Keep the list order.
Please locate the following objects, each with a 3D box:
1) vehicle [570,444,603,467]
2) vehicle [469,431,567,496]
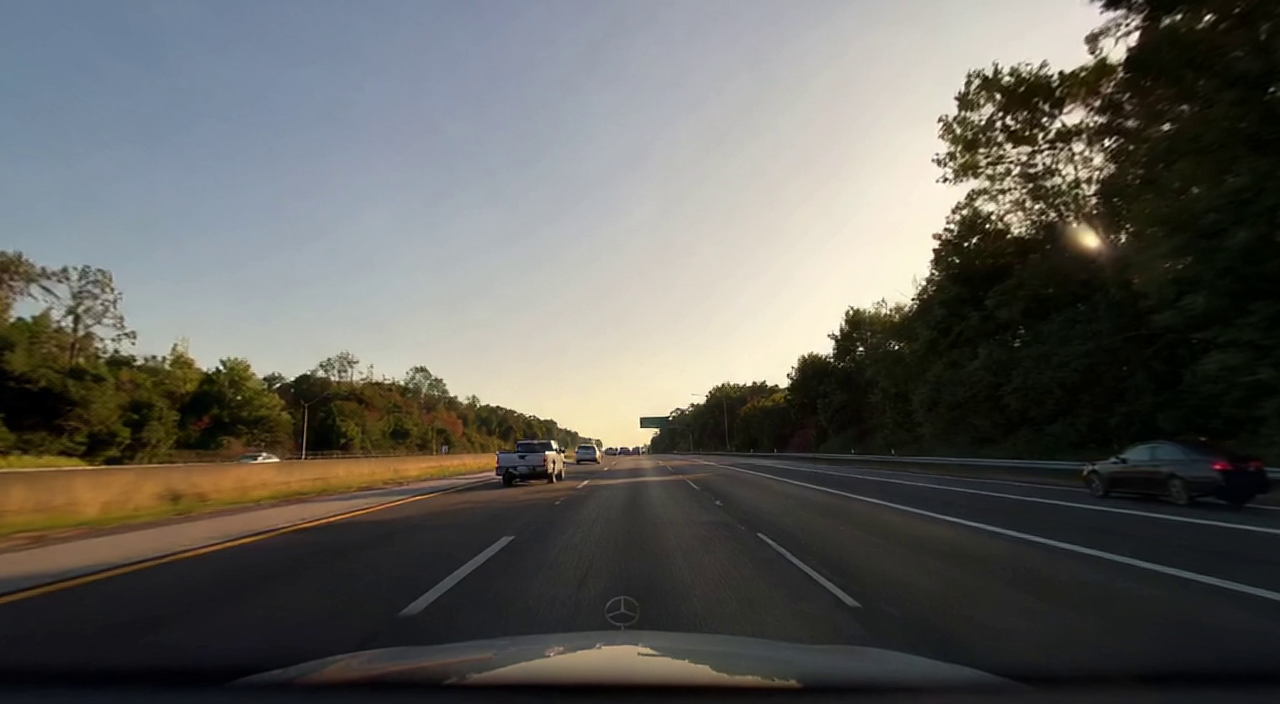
[{"bbox_3d":[-4.113,8.003,48.973,2.121,1.657,4.448,0,-9,0],"label":"vehicle"},{"bbox_3d":[-3.623,3.419,19.666,2.114,1.774,4.427,0,-9,1],"label":"vehicle"}]
